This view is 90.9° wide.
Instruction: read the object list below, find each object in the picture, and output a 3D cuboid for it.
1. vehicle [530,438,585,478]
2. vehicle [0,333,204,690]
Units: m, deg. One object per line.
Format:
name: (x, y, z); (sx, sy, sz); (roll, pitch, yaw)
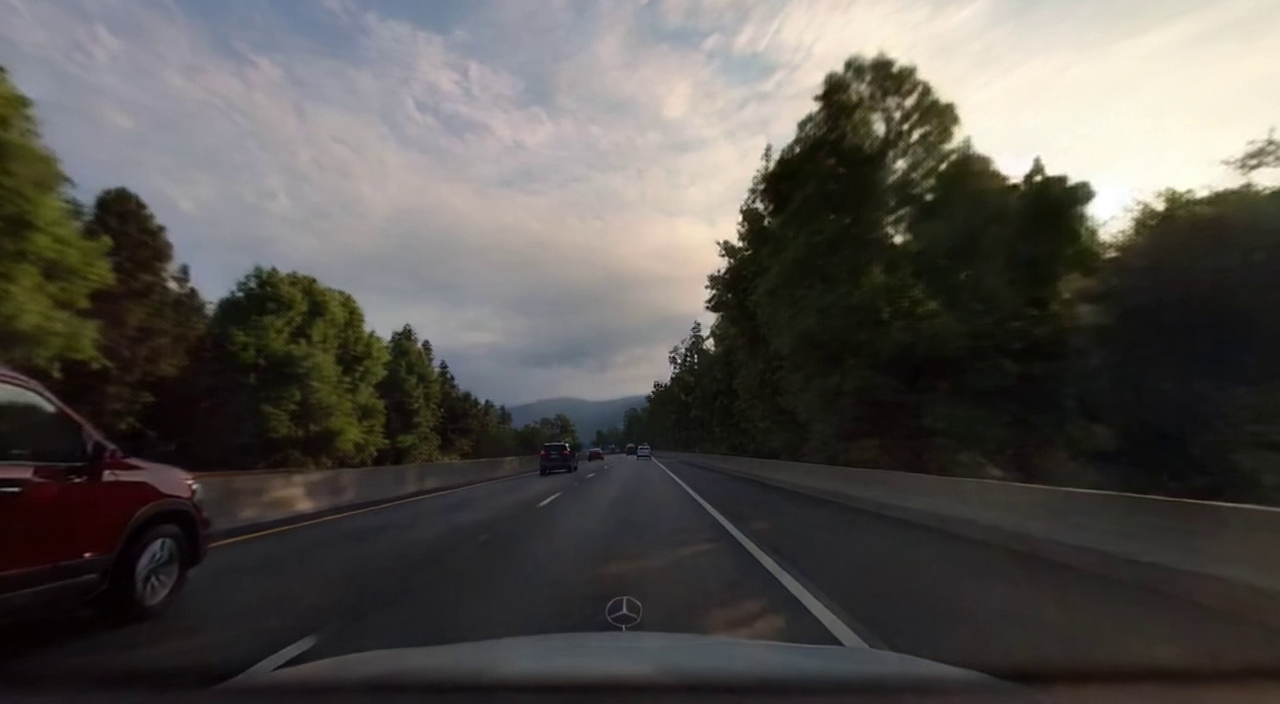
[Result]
vehicle: (-4.008, 5.205, 31.222); (2.056, 1.811, 4.202); (0, -9, 1)
vehicle: (-4.575, 0.752, 2.632); (2.102, 1.941, 4.703); (0, -9, 0)
